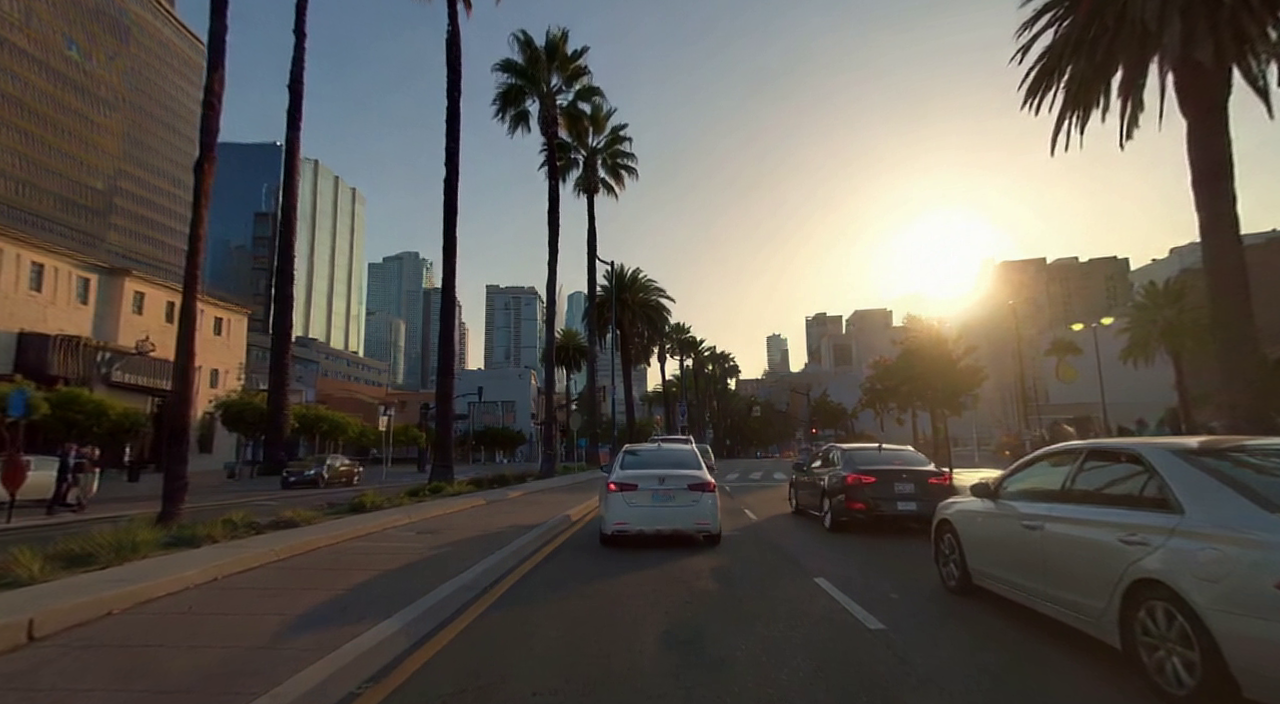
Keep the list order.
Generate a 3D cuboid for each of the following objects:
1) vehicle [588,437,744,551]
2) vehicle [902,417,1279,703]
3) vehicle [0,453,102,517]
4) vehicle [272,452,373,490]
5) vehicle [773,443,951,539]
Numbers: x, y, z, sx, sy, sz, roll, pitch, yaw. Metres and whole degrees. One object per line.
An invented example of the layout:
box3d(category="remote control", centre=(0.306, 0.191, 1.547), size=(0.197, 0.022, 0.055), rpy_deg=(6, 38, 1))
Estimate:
box3d(category="vehicle", centre=(0.414, 2.186, 10.375), size=(2.078, 1.503, 3.681), rpy_deg=(-1, -9, 2))
box3d(category="vehicle", centre=(3.646, 1.275, 4.356), size=(1.913, 1.469, 4.425), rpy_deg=(-1, -9, 2))
box3d(category="vehicle", centre=(-16.923, 3.482, 16.632), size=(1.801, 1.563, 4.015), rpy_deg=(-1, -9, 3))
box3d(category="vehicle", centre=(-15.168, 5.668, 30.504), size=(2.078, 1.662, 4.436), rpy_deg=(-2, -9, 9))
box3d(category="vehicle", centre=(3.989, 2.543, 12.279), size=(1.920, 1.490, 4.417), rpy_deg=(0, -9, 1))
